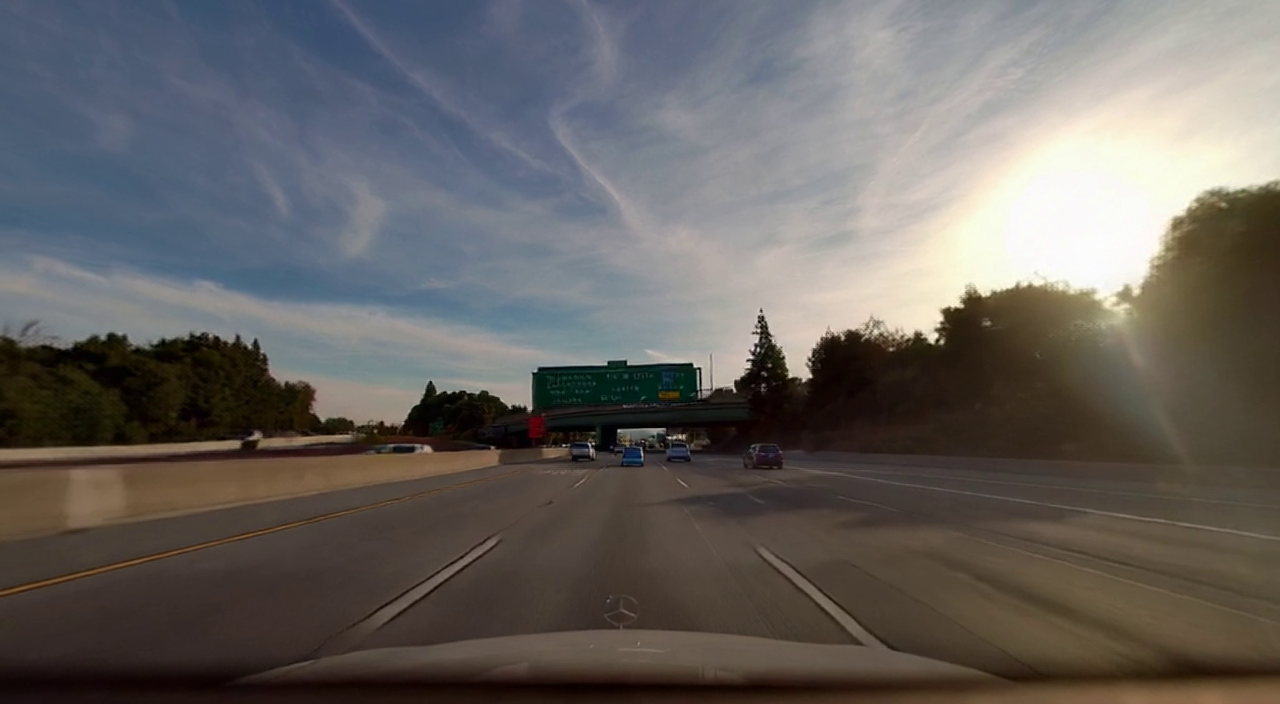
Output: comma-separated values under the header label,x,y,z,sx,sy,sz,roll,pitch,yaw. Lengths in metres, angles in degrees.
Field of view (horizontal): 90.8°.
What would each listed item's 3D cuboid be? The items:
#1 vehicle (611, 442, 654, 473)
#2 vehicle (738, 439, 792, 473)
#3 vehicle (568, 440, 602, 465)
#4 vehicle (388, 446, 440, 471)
label,x,y,z,sx,sy,sz,roll,pitch,yaw
vehicle,-0.393,5.407,32.483,2.075,1.486,4.007,0,-9,0
vehicle,6.408,5.379,32.795,1.936,1.625,3.991,0,-9,-1
vehicle,-4.094,7.578,47.642,2.113,1.756,4.471,0,-9,0
vehicle,-14.035,6.625,39.485,1.811,1.496,3.954,0,-9,0
